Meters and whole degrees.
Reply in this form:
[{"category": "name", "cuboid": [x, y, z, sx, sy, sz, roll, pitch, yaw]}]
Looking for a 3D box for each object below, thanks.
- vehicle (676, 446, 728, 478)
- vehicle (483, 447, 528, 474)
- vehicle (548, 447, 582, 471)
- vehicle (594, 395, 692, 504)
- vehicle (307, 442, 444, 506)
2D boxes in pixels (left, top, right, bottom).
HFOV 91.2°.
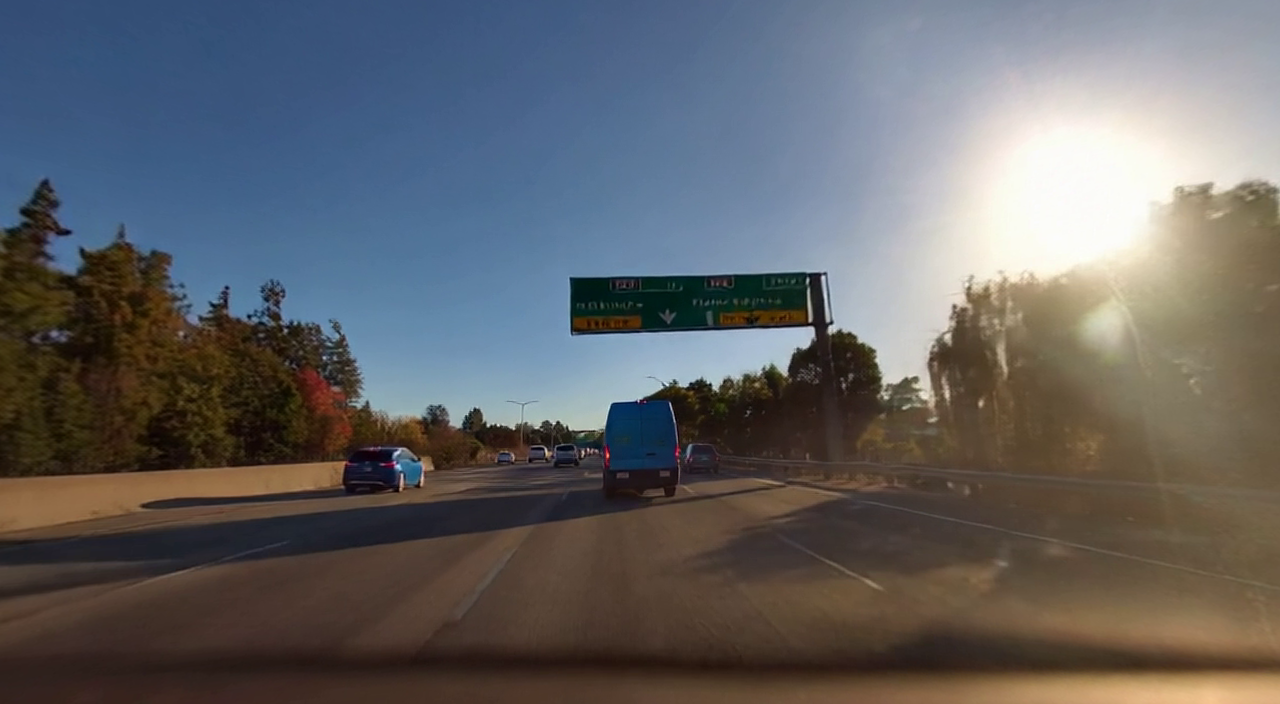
[{"category": "vehicle", "cuboid": [3.055, 5.548, 31.997, 2.015, 1.491, 4.732, 0, -9, -2]}, {"category": "vehicle", "cuboid": [-8.070, 6.552, 37.940, 2.026, 1.506, 4.102, 0, -9, -4]}, {"category": "vehicle", "cuboid": [-4.980, 7.148, 42.083, 2.002, 1.536, 4.021, 0, -9, -4]}, {"category": "vehicle", "cuboid": [-0.109, 2.680, 17.370, 2.268, 2.551, 5.144, 0, -9, -4]}, {"category": "vehicle", "cuboid": [-7.115, 3.301, 17.427, 2.003, 1.498, 4.386, 0, -9, -2]}]
